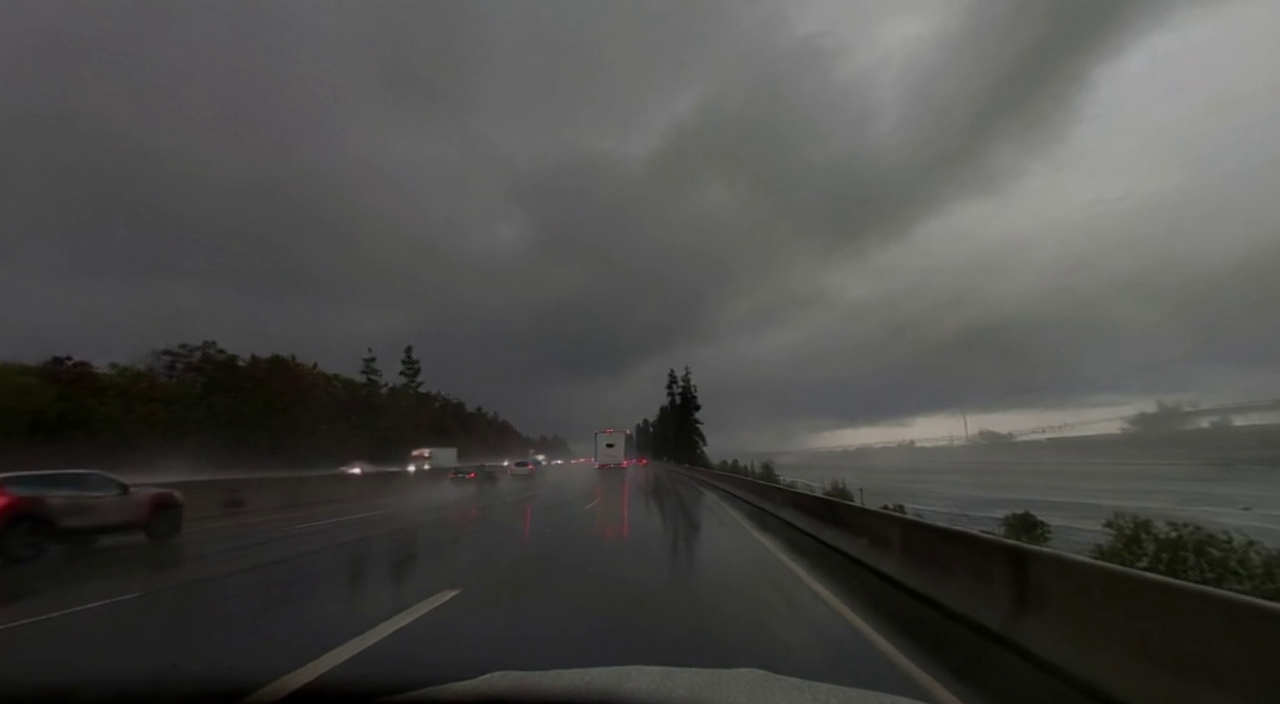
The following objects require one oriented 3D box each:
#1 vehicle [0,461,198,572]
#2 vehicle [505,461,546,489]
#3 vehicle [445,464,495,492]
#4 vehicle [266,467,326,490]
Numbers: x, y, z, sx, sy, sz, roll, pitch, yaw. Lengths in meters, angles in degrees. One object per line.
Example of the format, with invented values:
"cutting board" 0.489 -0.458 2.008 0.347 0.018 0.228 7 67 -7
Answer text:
"vehicle" -11.627 3.122 12.601 2.005 1.774 4.610 -1 -9 3
"vehicle" -6.784 7.295 37.504 1.778 1.560 3.030 0 -9 2
"vehicle" -10.690 7.930 39.854 1.872 1.536 4.134 0 -9 2
"vehicle" -26.708 9.818 49.086 1.854 1.500 4.763 0 -9 1
